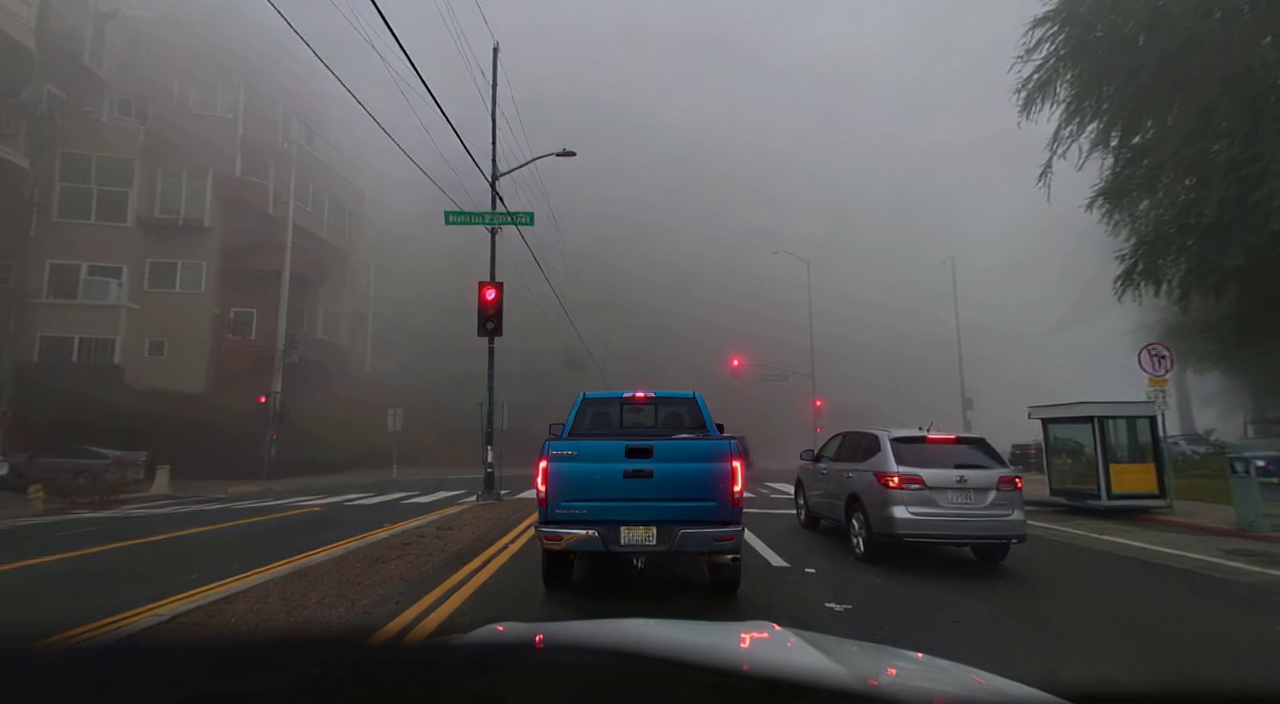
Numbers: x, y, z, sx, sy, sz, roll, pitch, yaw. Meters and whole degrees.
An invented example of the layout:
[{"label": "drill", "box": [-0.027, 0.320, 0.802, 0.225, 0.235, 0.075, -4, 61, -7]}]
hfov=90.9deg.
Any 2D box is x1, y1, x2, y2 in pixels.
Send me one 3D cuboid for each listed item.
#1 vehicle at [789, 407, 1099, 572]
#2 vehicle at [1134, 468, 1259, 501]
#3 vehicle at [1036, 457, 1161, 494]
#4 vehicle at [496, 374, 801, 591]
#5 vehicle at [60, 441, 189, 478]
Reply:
[{"label": "vehicle", "box": [3.845, 1.837, 9.236, 2.131, 1.759, 4.762, 0, -8, 0]}, {"label": "vehicle", "box": [26.373, 6.279, 29.980, 4.071, 1.388, 1.884, 0, -8, 1]}, {"label": "vehicle", "box": [21.844, 5.876, 30.159, 4.498, 1.618, 1.843, 0, -8, 0]}, {"label": "vehicle", "box": [0.109, 1.550, 8.304, 2.738, 1.959, 5.070, 0, -8, 1]}, {"label": "vehicle", "box": [-24.852, 5.163, 30.477, 4.563, 1.692, 1.778, 0, -8, -1]}]
